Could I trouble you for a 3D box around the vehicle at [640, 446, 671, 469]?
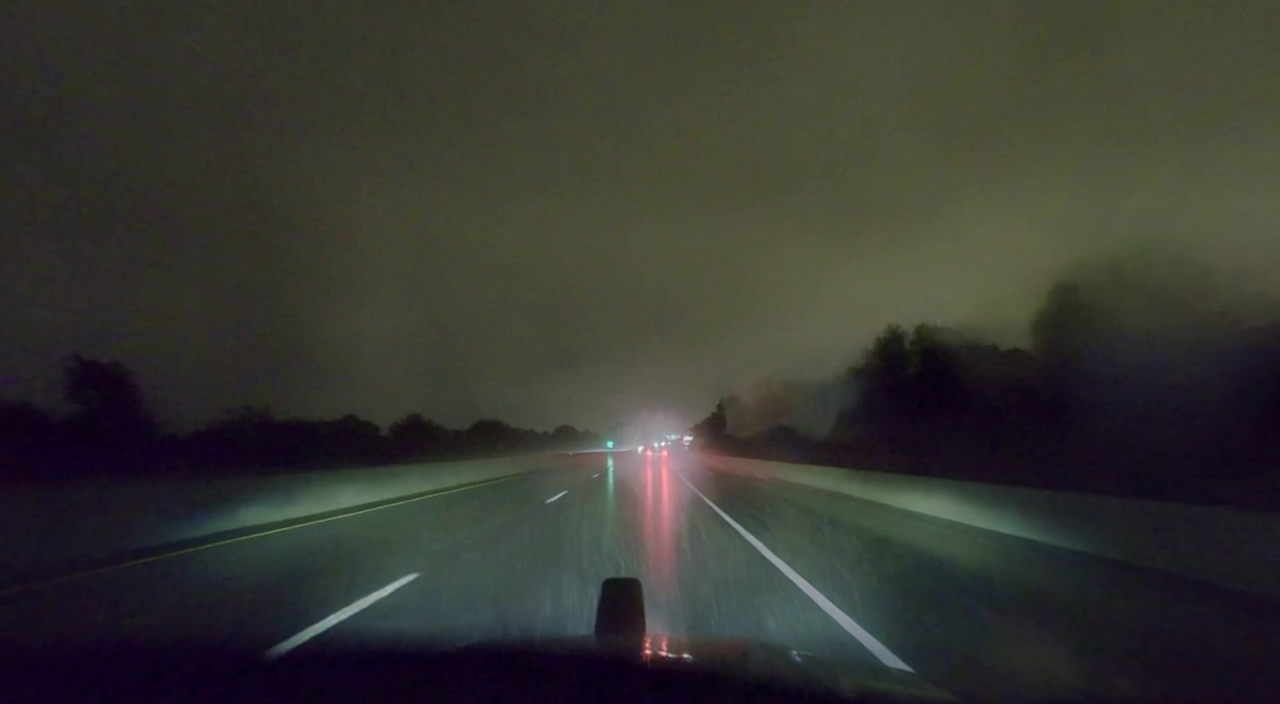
[{"bbox_3d":[1.205,7.862,47.220,2.221,1.603,4.149,-1,-9,2],"label":"vehicle"}]
